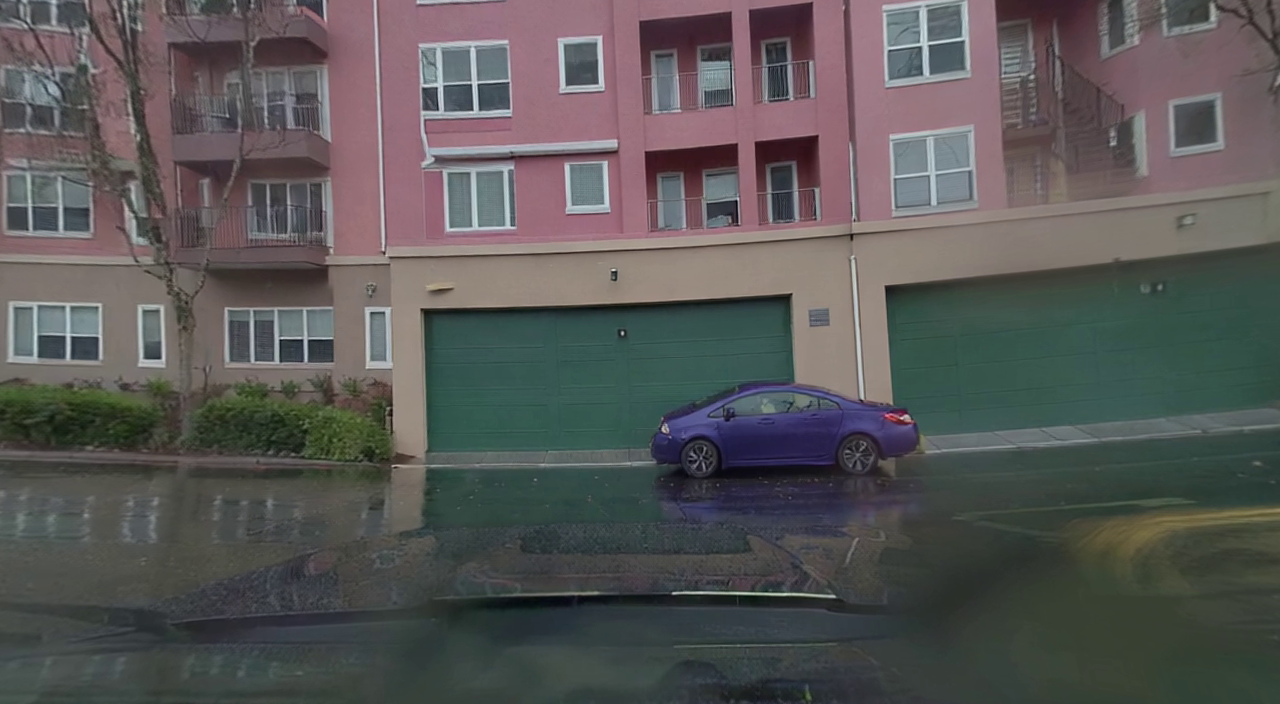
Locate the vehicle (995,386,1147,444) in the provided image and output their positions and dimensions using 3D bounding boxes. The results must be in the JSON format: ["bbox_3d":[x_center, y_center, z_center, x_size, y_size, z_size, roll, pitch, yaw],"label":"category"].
[{"bbox_3d":[15.499,2.309,22.826,3.905,1.475,2.057,-7,-6,-5],"label":"vehicle"}]

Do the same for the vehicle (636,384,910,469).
[{"bbox_3d":[2.282,1.414,11.829,4.697,1.444,1.825,0,-8,-1],"label":"vehicle"}]
